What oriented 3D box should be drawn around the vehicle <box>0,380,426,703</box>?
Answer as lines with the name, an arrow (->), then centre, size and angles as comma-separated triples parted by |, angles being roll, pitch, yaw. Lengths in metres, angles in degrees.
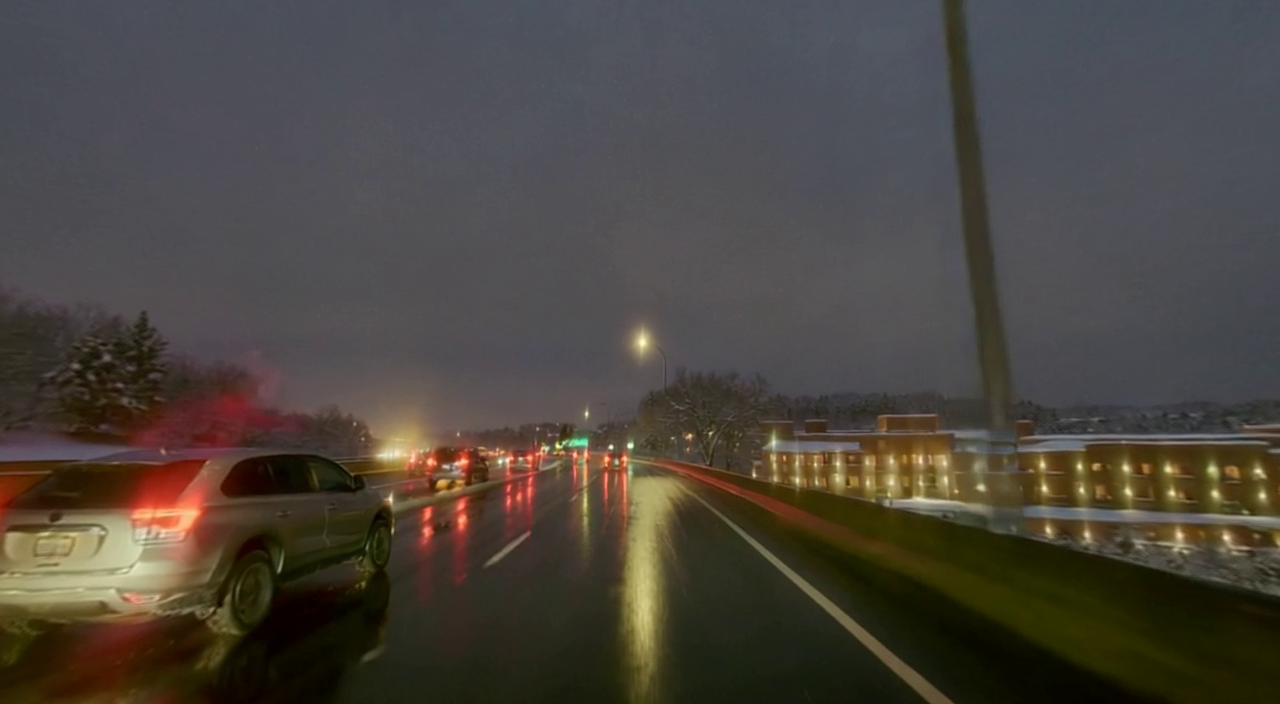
vehicle -> -3.605, 1.330, 5.149 | 2.036, 1.717, 4.592 | 0, -9, 1

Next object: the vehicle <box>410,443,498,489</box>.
vehicle -> -7.194, 4.436, 24.883 | 2.075, 1.642, 4.638 | 0, -9, 0

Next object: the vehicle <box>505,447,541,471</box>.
vehicle -> -8.957, 8.200, 48.534 | 2.065, 1.689, 4.399 | 0, -9, -2
